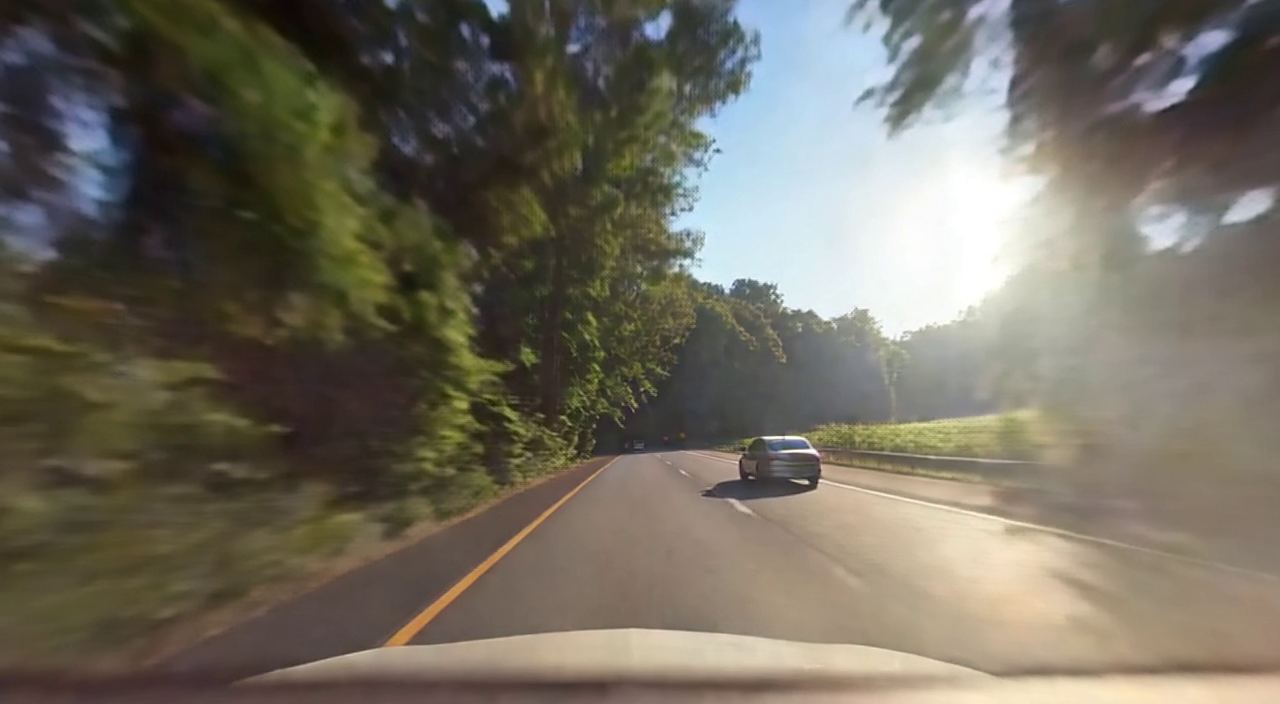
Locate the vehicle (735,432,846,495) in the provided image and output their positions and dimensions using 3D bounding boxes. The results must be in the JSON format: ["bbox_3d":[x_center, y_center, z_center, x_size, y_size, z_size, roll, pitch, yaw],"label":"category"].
[{"bbox_3d":[4.129,3.114,18.094,1.905,1.525,4.719,0,-8,-1],"label":"vehicle"}]
